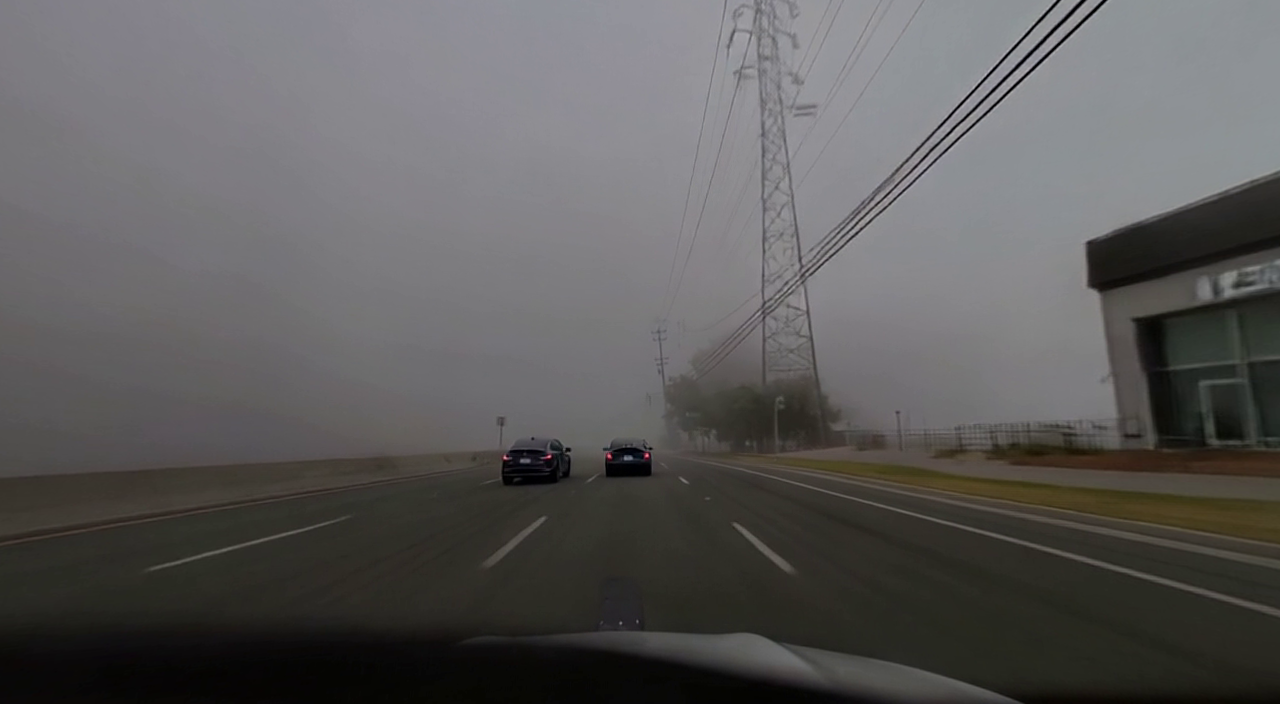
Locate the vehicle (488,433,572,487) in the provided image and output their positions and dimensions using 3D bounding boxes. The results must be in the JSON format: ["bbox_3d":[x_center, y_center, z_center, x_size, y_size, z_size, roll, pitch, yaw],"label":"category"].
[{"bbox_3d":[-3.613,3.660,21.725,1.985,1.607,4.892,0,-8,1],"label":"vehicle"}]

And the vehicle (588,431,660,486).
[{"bbox_3d":[-0.501,3.583,21.544,2.189,1.652,4.135,0,-8,0],"label":"vehicle"}]
